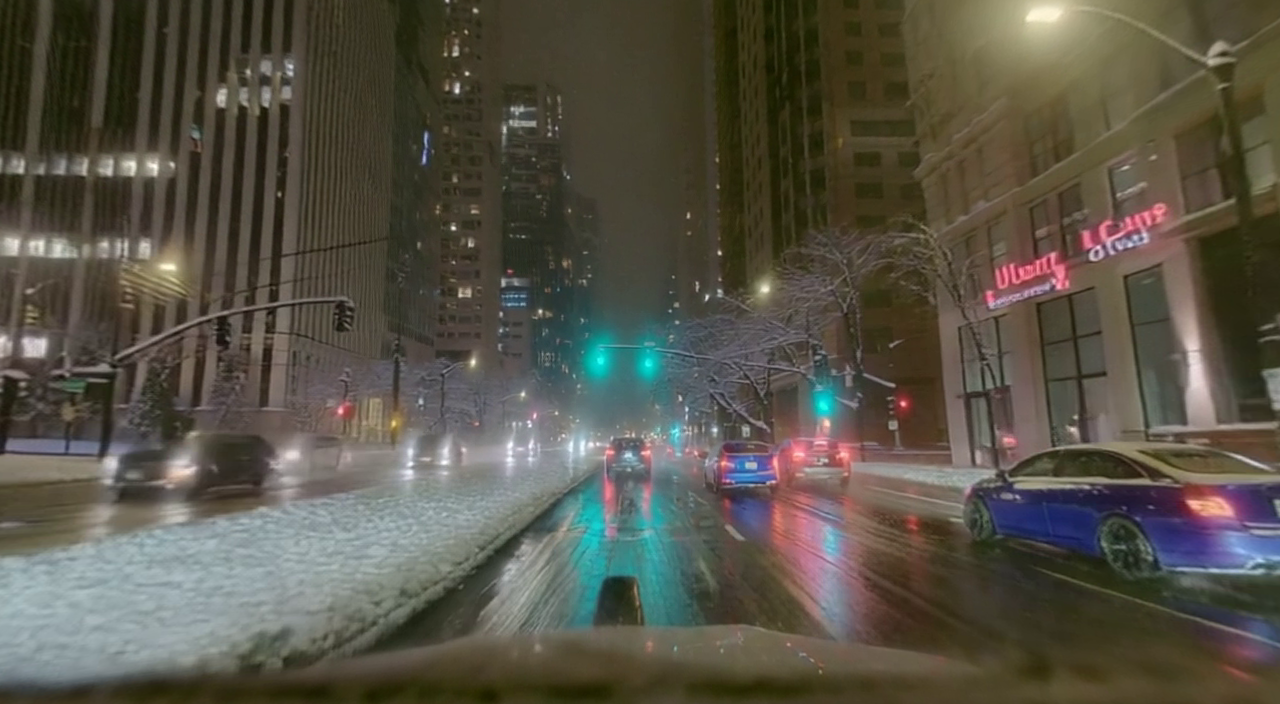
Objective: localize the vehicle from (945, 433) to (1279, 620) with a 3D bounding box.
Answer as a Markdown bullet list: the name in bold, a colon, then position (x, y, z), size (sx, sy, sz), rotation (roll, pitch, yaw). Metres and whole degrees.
- **vehicle**: position (5.774, 1.754, 7.468), size (1.914, 1.484, 4.639), rotation (0, -9, -2)

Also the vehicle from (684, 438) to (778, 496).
- **vehicle**: position (2.492, 3.291, 18.485), size (1.987, 1.484, 4.427), rotation (0, -9, -2)

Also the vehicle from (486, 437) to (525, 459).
- **vehicle**: position (-10.033, 7.220, 47.440), size (1.960, 1.568, 4.511), rotation (0, -9, 0)

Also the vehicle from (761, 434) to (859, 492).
- **vehicle**: position (5.648, 3.739, 21.656), size (2.015, 1.745, 4.444), rotation (0, -9, -2)

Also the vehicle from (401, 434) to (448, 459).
- **vehicle**: position (-15.639, 6.900, 46.162), size (1.932, 1.760, 4.422), rotation (0, -9, -1)

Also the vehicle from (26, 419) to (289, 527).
- **vehicle**: position (-9.349, 2.356, 12.873), size (1.827, 1.787, 4.474), rotation (0, -9, -1)

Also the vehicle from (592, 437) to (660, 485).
- **vehicle**: position (-0.460, 3.666, 21.497), size (2.096, 1.457, 4.160), rotation (0, -8, -1)
